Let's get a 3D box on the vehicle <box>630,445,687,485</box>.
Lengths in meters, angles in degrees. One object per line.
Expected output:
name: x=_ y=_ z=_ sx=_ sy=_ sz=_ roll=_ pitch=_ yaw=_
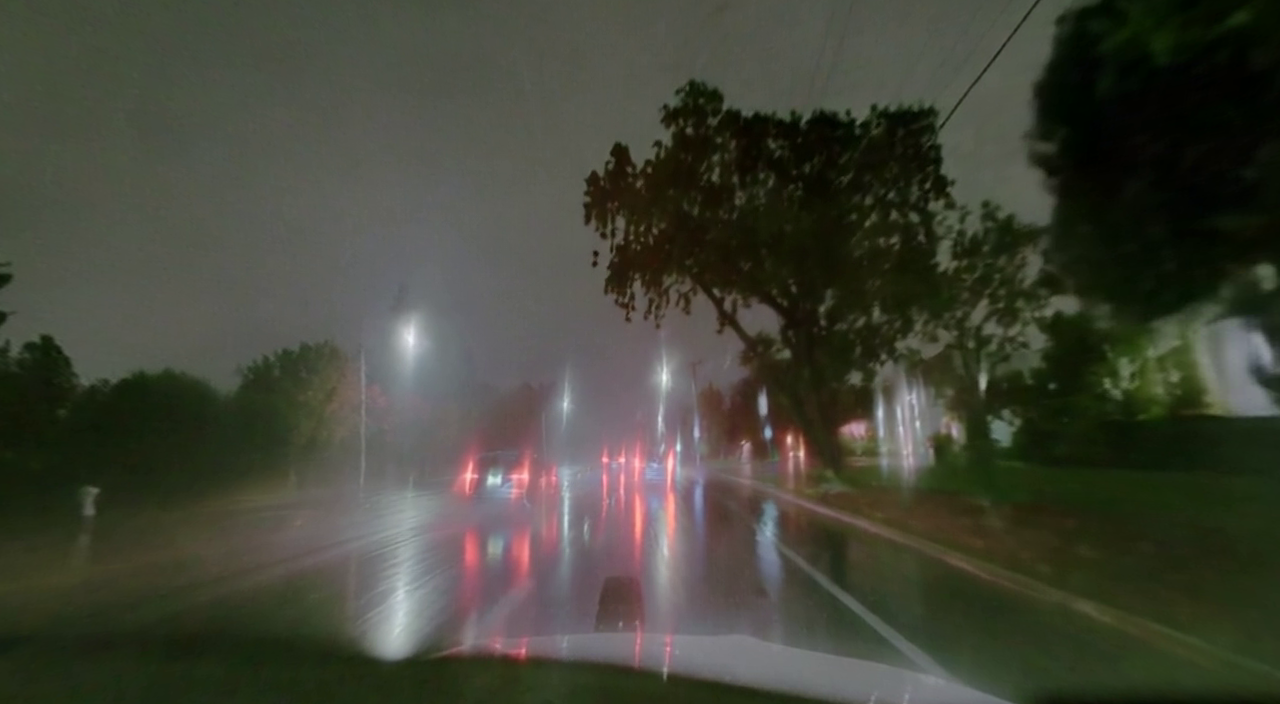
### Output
vehicle: x=0.708 y=4.491 z=25.272 sx=2.065 sy=1.456 sz=4.099 roll=0 pitch=-9 yaw=1

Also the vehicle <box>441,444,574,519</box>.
vehicle: x=-2.863 y=2.909 z=14.739 sx=2.030 sy=1.467 sz=4.403 roll=-1 pitch=-9 yaw=2

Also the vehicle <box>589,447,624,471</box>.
vehicle: x=-2.240 y=7.320 z=43.267 sx=2.114 sy=1.500 sz=3.912 roll=-1 pitch=-9 yaw=2
